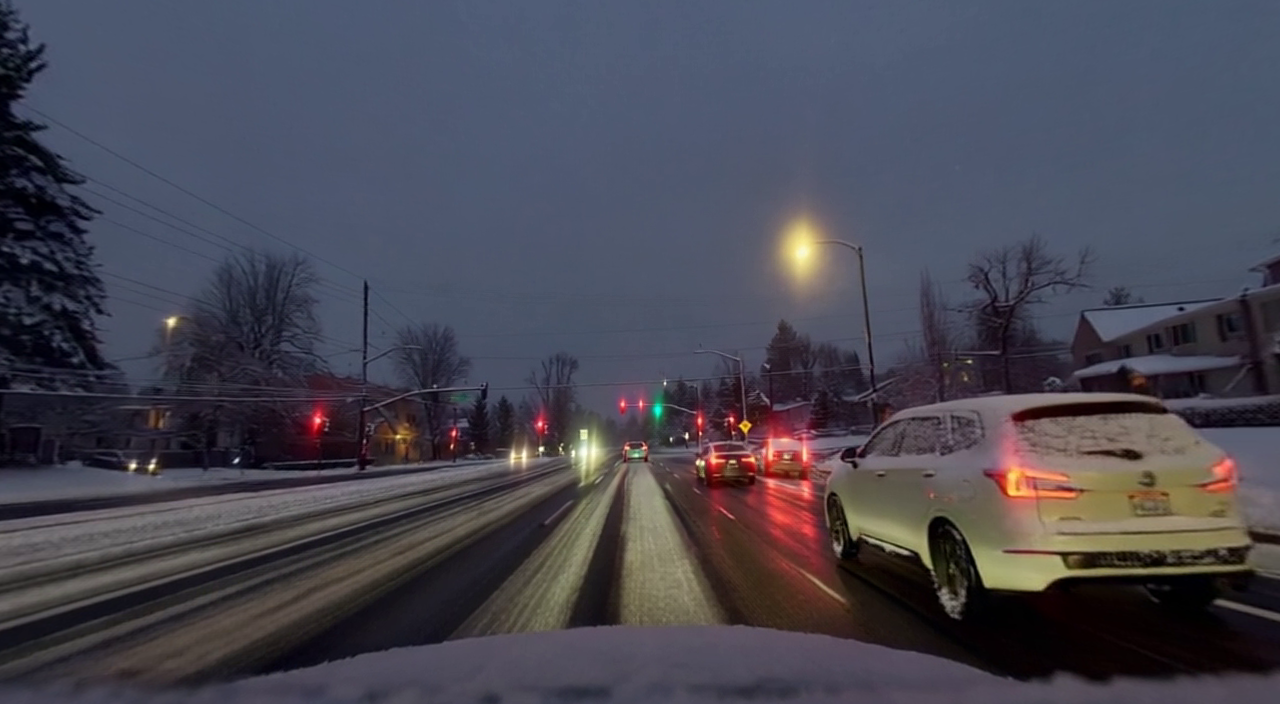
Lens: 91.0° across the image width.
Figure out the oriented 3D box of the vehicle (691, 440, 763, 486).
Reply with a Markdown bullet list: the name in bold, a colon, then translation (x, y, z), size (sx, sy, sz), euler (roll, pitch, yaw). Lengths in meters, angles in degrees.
- **vehicle**: translation (2.964, 3.886, 22.332), size (1.889, 1.451, 4.180), euler (0, -8, -1)

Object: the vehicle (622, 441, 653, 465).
- **vehicle**: translation (-0.205, 7.271, 45.488), size (2.146, 1.685, 4.003), euler (0, -8, 0)

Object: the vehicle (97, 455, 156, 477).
- **vehicle**: translation (-38.437, 8.488, 47.069), size (4.260, 1.501, 1.892), euler (-5, -10, 30)

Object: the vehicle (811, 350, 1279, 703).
- **vehicle**: translation (3.170, 1.199, 5.272), size (2.129, 1.761, 4.610), euler (0, -8, 0)

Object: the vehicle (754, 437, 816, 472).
- **vehicle**: translation (7.596, 5.424, 33.486), size (2.172, 1.745, 4.608), euler (0, -8, 0)
